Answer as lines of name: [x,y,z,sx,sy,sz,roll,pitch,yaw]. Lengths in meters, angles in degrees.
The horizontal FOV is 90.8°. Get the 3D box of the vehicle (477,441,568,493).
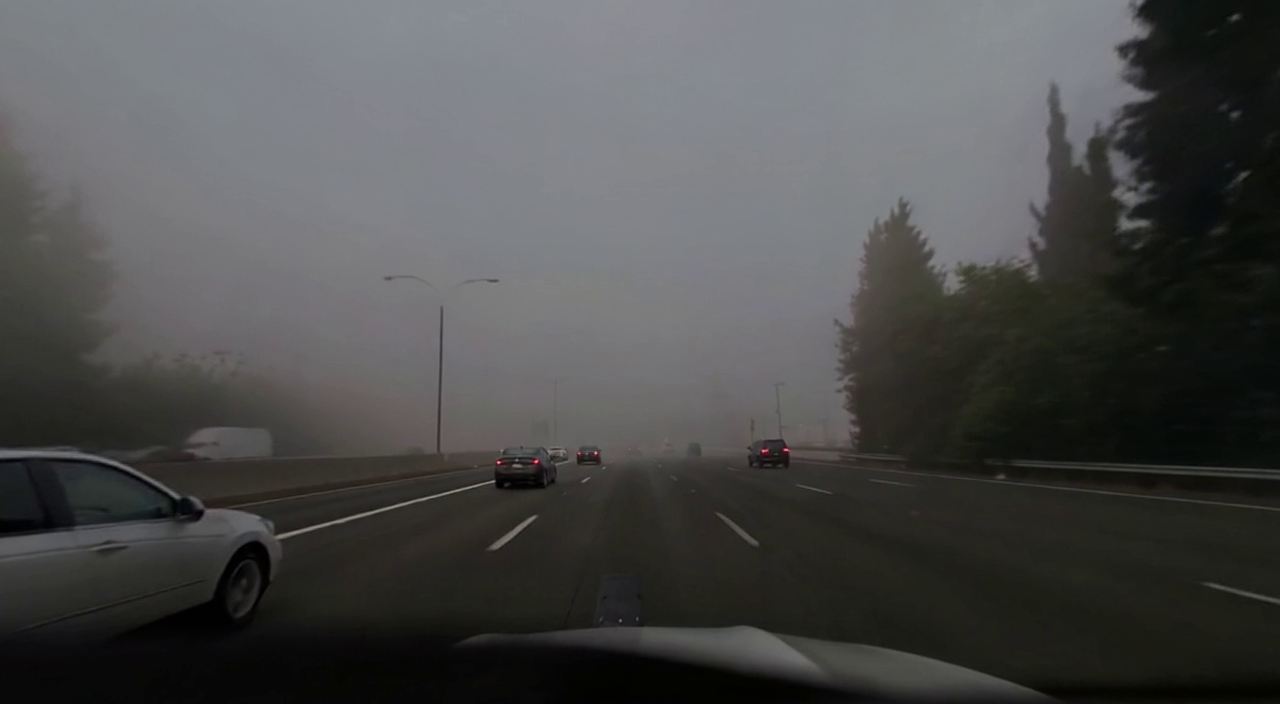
vehicle: [-3.664,3.681,20.611,2.047,1.469,4.614,0,-9,1]

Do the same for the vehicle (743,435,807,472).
vehicle: [6.797,5.174,32.356,2.147,1.769,4.666,0,-9,-2]

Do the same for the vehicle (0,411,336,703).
vehicle: [-3.511,1.037,3.001,1.959,1.433,4.291,0,-9,0]

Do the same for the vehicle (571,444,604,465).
vehicle: [-3.882,7.637,47.139,2.078,1.464,4.093,0,-9,0]
